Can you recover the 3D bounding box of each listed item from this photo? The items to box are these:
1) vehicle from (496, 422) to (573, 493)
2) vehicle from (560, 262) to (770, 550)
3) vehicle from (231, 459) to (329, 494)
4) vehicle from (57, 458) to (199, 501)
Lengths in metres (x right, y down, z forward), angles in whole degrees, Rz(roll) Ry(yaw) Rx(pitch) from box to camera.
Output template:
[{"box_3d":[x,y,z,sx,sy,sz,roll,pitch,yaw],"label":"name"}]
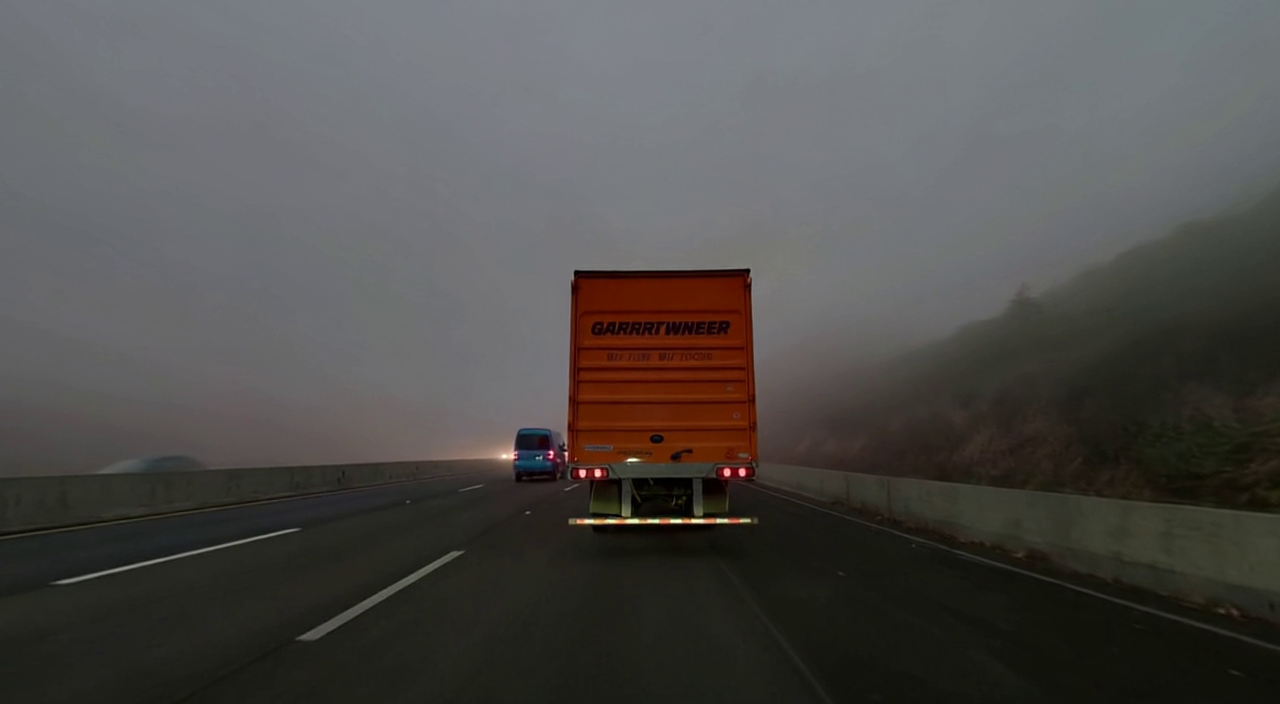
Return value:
[{"box_3d":[-4.048,4.207,25.297,2.208,2.522,5.187,0,-9,0],"label":"vehicle"},{"box_3d":[0.415,1.518,14.110,2.853,4.054,10.557,0,-9,1],"label":"vehicle"},{"box_3d":[-17.518,6.044,31.013,1.985,1.491,4.900,0,-9,-1],"label":"vehicle"},{"box_3d":[-21.106,5.238,26.349,1.963,1.545,4.717,0,-9,0],"label":"vehicle"}]
